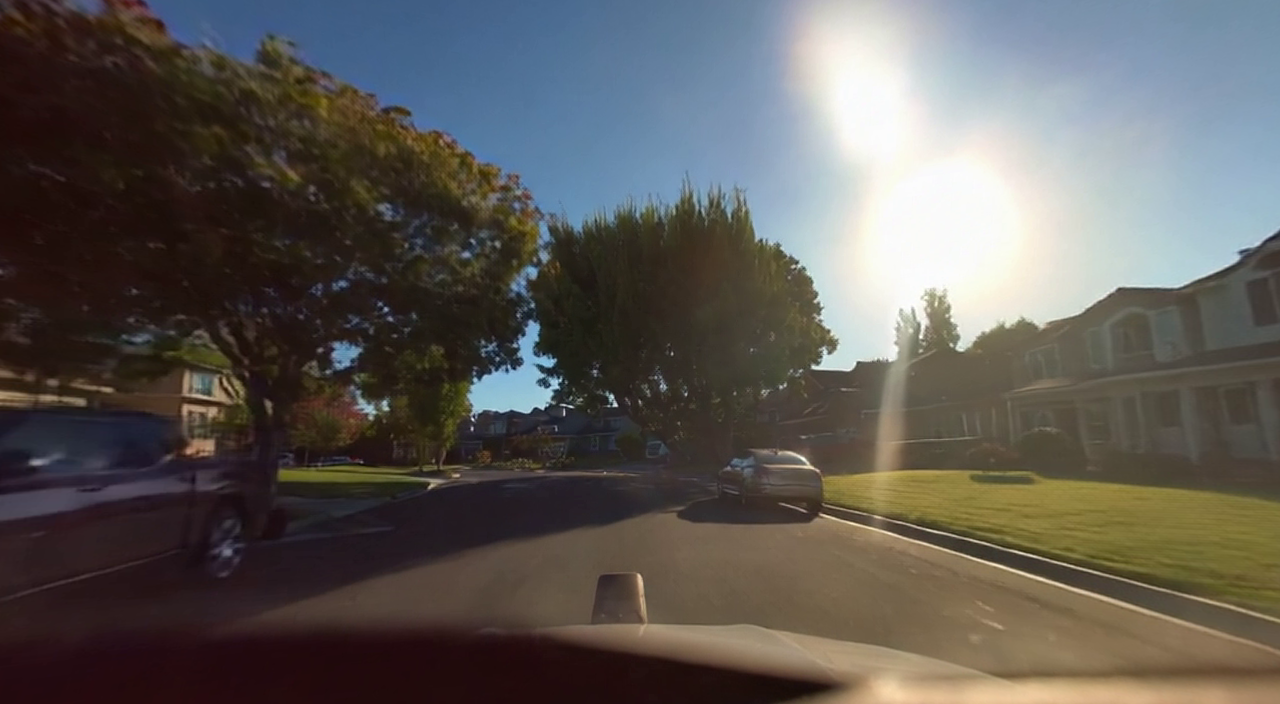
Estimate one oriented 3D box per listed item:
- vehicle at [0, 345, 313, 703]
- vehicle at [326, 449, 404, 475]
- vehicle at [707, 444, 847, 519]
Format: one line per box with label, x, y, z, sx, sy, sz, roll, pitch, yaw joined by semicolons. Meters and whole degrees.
vehicle;-4.710;1.113;4.423;2.182;1.962;5.446;0;-9;-4
vehicle;-18.312;7.333;41.931;4.330;1.657;2.037;-3;-9;14
vehicle;3.050;3.011;15.214;1.998;1.489;4.722;0;-9;-4
